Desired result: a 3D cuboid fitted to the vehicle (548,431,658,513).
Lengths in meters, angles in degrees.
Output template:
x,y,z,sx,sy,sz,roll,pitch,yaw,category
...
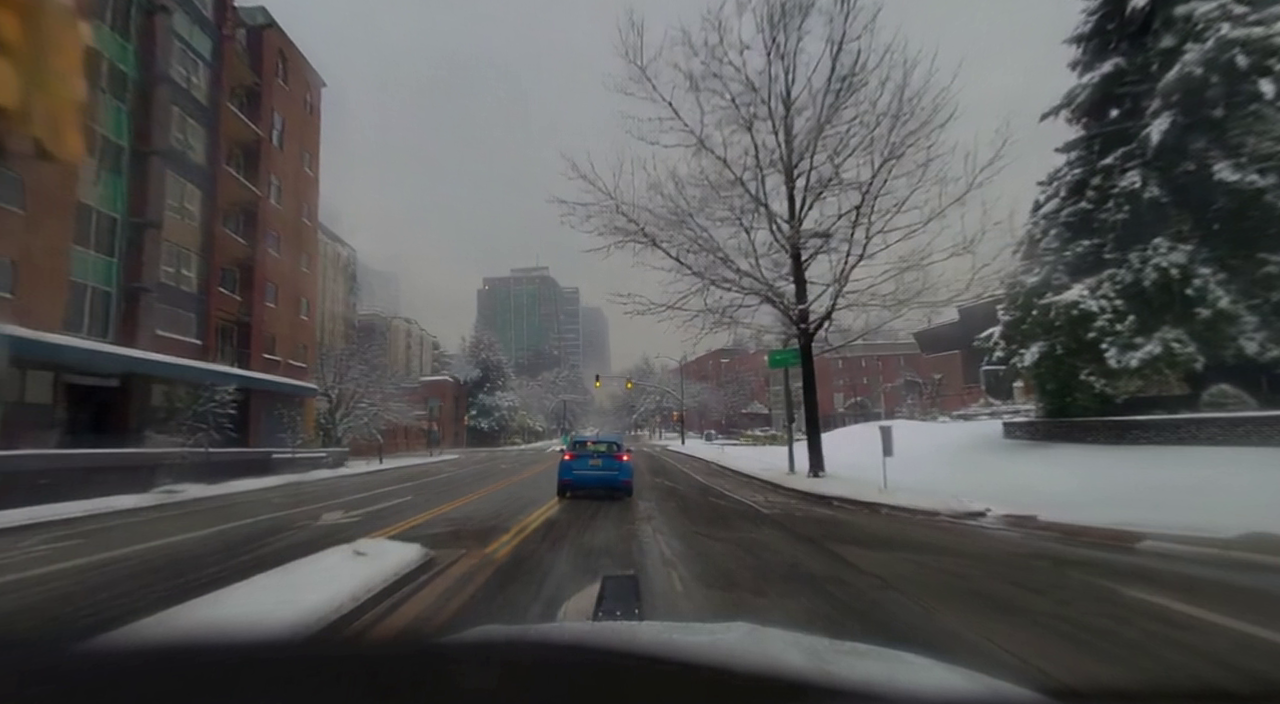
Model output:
x,y,z,sx,sy,sz,roll,pitch,yaw,category
-0.916,2.398,13.230,1.950,1.401,4.159,1,-8,-7,vehicle
